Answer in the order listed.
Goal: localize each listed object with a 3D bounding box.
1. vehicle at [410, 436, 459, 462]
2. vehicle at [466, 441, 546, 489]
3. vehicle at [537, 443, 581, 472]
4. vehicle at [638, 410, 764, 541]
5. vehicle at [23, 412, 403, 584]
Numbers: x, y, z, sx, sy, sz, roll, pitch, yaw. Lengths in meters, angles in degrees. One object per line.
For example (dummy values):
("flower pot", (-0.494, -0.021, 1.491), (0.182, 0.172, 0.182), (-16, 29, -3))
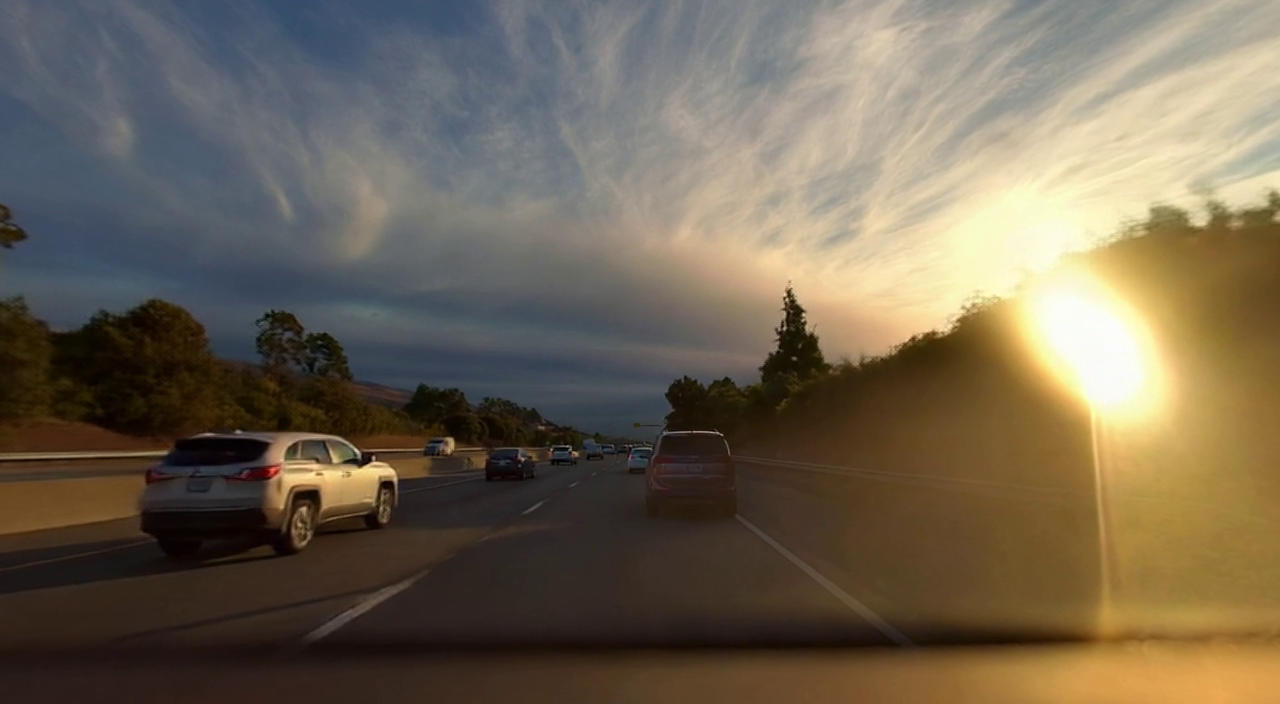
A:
("vehicle", (-15.959, 7.588, 49.181), (2.076, 1.922, 5.041), (0, -9, 1))
("vehicle", (-4.591, 3.919, 22.143), (1.867, 1.489, 3.829), (0, -9, 2))
("vehicle", (-4.609, 6.060, 36.313), (1.855, 1.527, 4.209), (0, -9, 1))
("vehicle", (0.884, 2.119, 11.331), (1.825, 1.920, 3.960), (0, -9, -1))
("vehicle", (-4.928, 1.729, 8.237), (1.934, 1.642, 4.201), (0, -9, 1))
